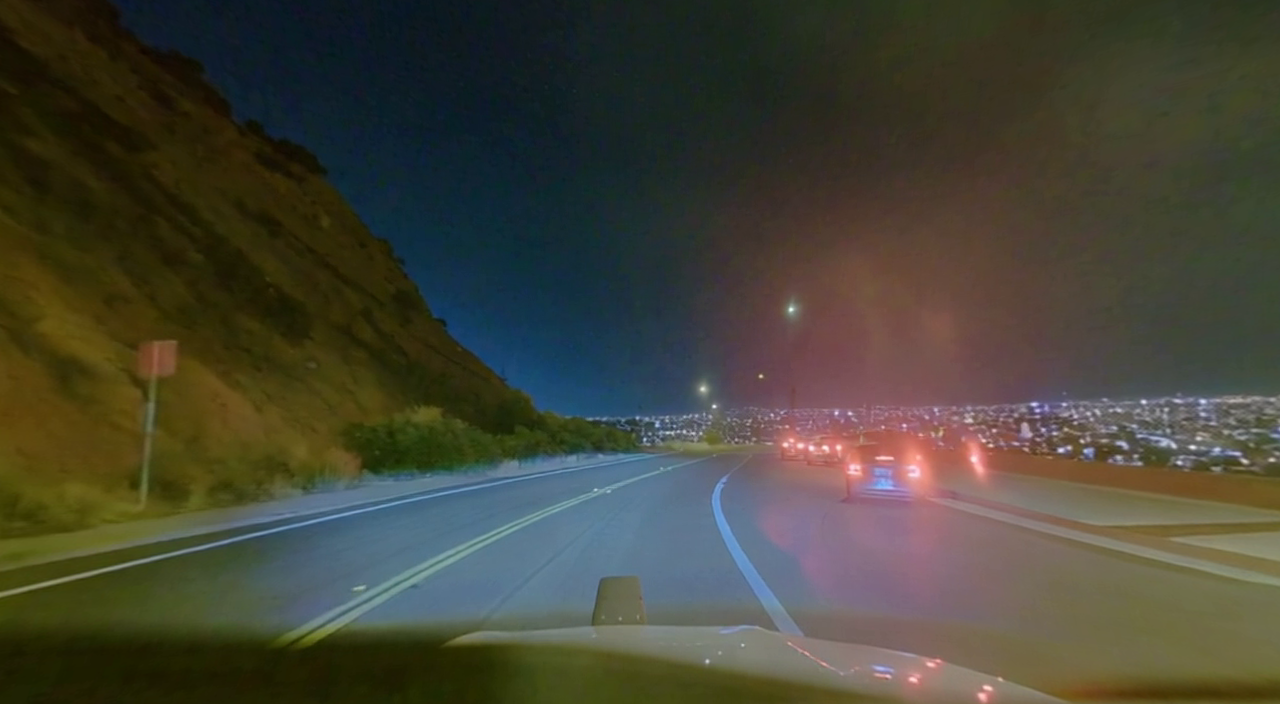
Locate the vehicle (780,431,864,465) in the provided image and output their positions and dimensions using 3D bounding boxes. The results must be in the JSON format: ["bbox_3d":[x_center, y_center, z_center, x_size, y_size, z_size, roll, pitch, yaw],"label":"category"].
[{"bbox_3d":[11.229,5.884,38.803,5.214,1.905,2.077,5,-10,-34],"label":"vehicle"}]

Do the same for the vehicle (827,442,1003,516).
[{"bbox_3d":[7.332,3.238,16.640,4.963,1.585,2.155,7,-10,-38],"label":"vehicle"}]
